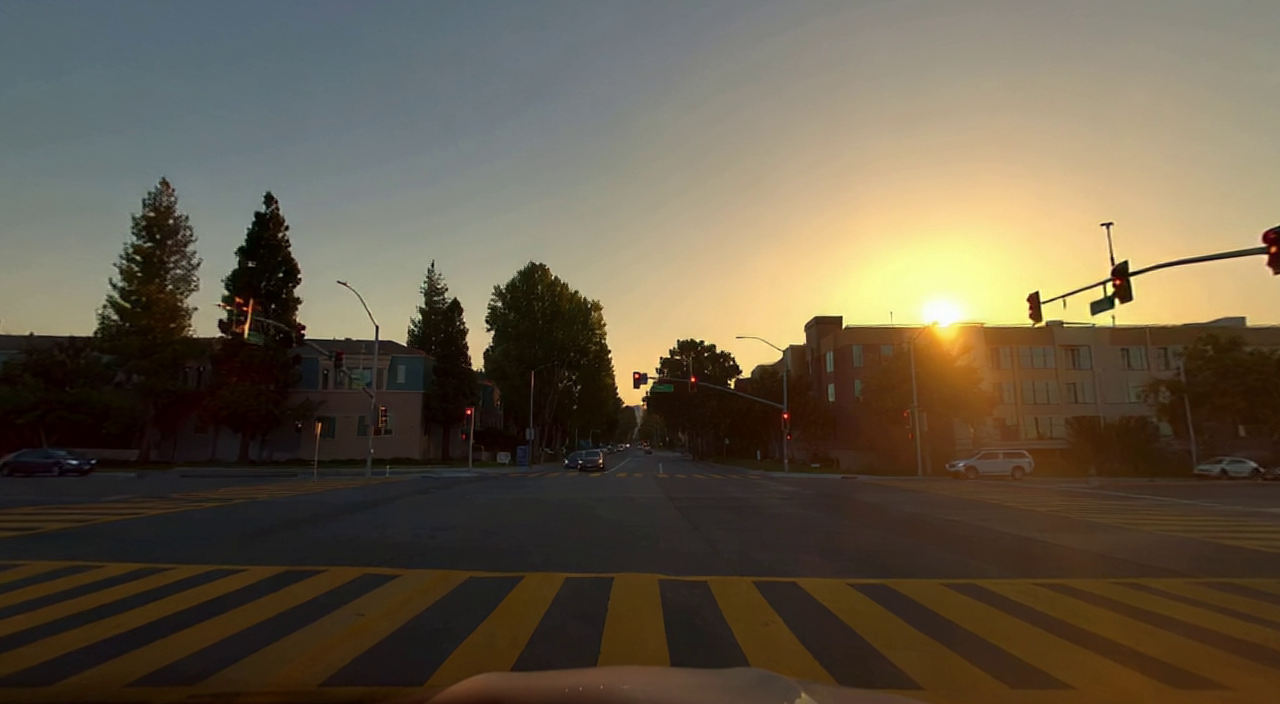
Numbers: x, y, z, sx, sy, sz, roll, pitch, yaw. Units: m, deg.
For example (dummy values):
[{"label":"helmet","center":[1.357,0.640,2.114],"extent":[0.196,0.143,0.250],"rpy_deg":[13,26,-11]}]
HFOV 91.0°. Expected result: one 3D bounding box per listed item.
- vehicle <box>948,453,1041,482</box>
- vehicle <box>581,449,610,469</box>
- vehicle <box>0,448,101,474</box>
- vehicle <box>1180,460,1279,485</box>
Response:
[{"label":"vehicle","center":[21.098,6.873,37.588],"extent":[4.447,1.623,1.801],"rpy_deg":[0,-9,-3]},{"label":"vehicle","center":[-3.449,8.360,49.188],"extent":[1.908,1.441,4.142],"rpy_deg":[0,-8,1]},{"label":"vehicle","center":[-35.134,6.421,37.191],"extent":[4.741,1.447,1.807],"rpy_deg":[0,-9,-1]},{"label":"vehicle","center":[36.224,7.315,38.295],"extent":[4.976,1.428,1.929],"rpy_deg":[0,-8,-2]}]
